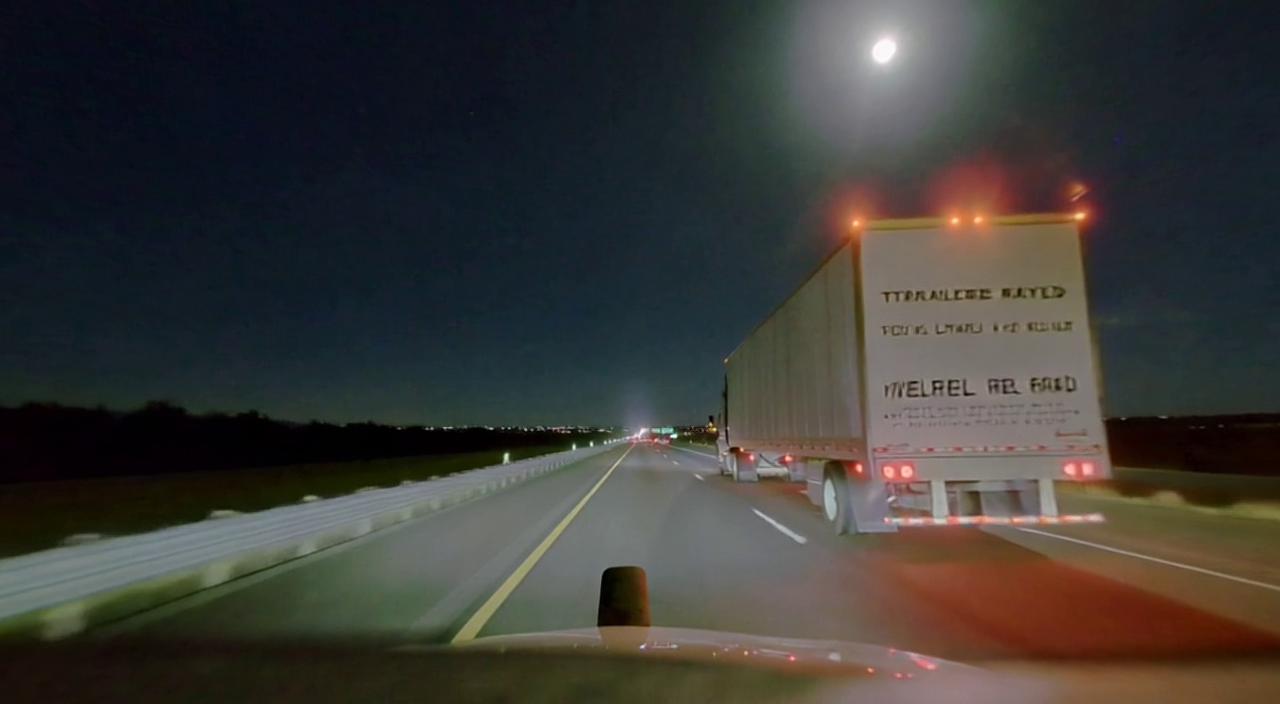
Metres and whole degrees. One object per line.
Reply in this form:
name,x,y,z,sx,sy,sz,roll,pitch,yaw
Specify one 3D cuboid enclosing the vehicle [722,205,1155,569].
vehicle,4.159,1.340,14.074,3.006,4.093,14.142,0,-8,1
